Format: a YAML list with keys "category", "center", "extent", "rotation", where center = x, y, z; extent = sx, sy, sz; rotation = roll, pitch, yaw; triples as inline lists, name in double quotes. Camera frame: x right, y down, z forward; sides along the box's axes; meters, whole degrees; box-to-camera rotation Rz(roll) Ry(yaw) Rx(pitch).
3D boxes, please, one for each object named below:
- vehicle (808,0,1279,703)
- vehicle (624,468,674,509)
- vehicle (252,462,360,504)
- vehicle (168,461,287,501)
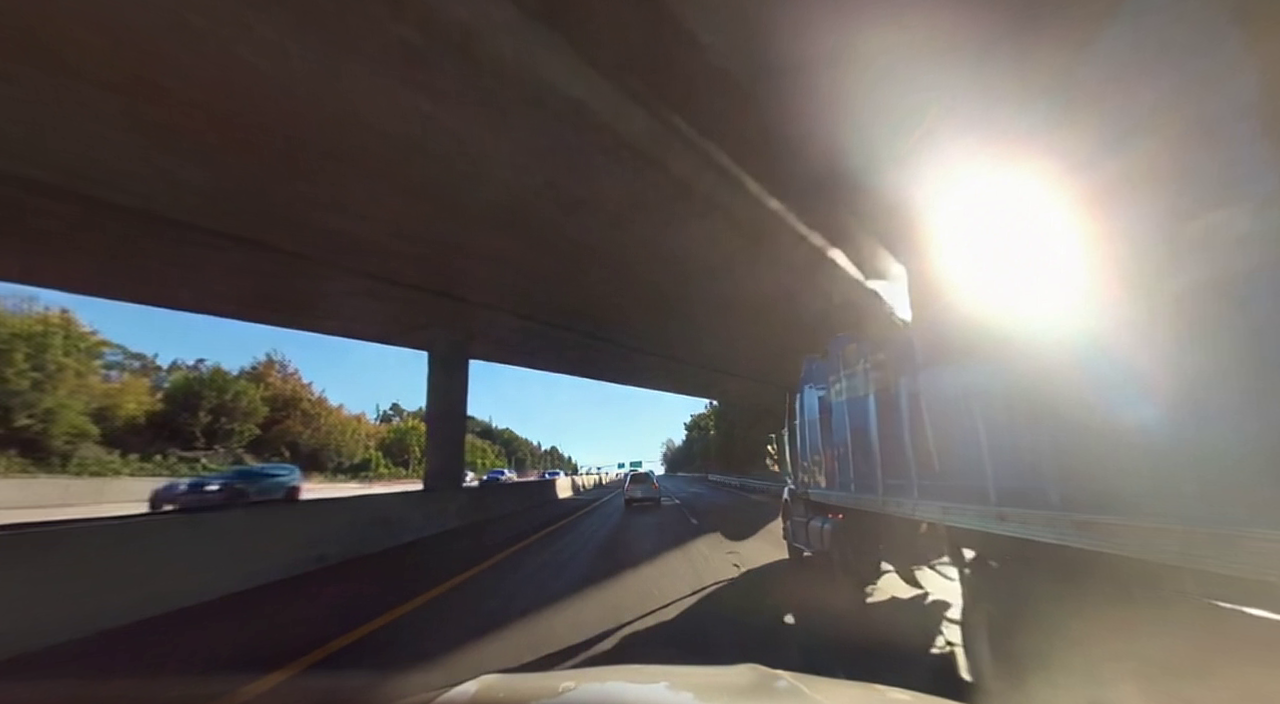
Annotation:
- category: "vehicle"
  center: [4.196, 0.503, 5.238]
  extent: [2.980, 3.834, 9.423]
  rotation: [1, -10, 0]
- category: "vehicle"
  center: [0.422, 6.223, 29.118]
  extent: [2.124, 1.653, 4.857]
  rotation: [1, -10, 1]
- category: "vehicle"
  center: [-12.944, 5.085, 24.744]
  extent: [1.756, 1.448, 4.305]
  rotation: [1, -10, 1]
- category: "vehicle"
  center: [-16.818, 5.272, 25.965]
  extent: [1.983, 1.469, 4.165]
  rotation: [1, -10, 1]
